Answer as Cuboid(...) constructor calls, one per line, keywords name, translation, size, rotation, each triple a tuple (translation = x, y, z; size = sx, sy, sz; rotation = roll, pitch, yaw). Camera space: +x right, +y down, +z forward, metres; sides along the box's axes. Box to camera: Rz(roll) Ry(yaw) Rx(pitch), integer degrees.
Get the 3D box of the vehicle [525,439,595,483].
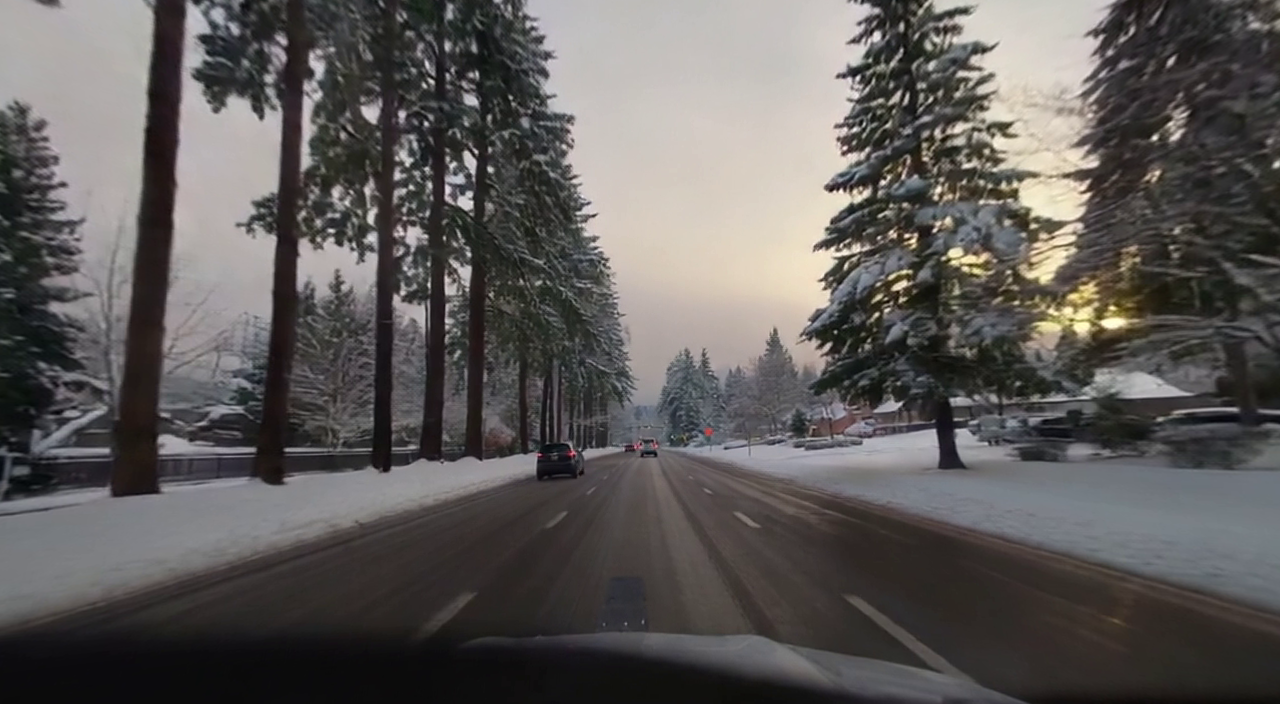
Cuboid(name="vehicle", translation=(-2.894, 4.061, 23.753), size=(2.021, 1.466, 4.330), rotation=(0, -8, 1))
